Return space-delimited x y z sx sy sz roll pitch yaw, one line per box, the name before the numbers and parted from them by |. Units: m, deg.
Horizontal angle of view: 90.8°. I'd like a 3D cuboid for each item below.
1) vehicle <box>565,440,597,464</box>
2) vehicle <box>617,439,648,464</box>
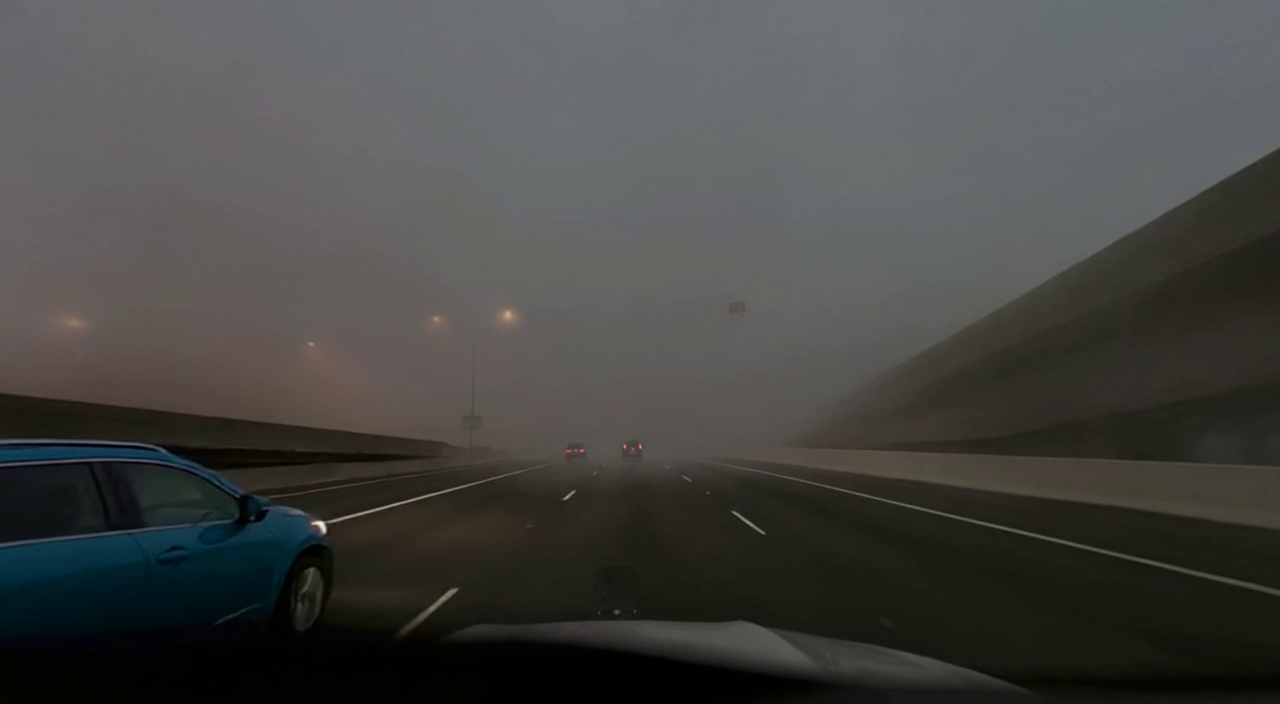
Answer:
vehicle | -4.361 7.449 47.131 2.000 1.646 4.201 0 -8 -1
vehicle | -0.589 7.141 45.481 2.132 1.657 3.967 0 -8 -2
